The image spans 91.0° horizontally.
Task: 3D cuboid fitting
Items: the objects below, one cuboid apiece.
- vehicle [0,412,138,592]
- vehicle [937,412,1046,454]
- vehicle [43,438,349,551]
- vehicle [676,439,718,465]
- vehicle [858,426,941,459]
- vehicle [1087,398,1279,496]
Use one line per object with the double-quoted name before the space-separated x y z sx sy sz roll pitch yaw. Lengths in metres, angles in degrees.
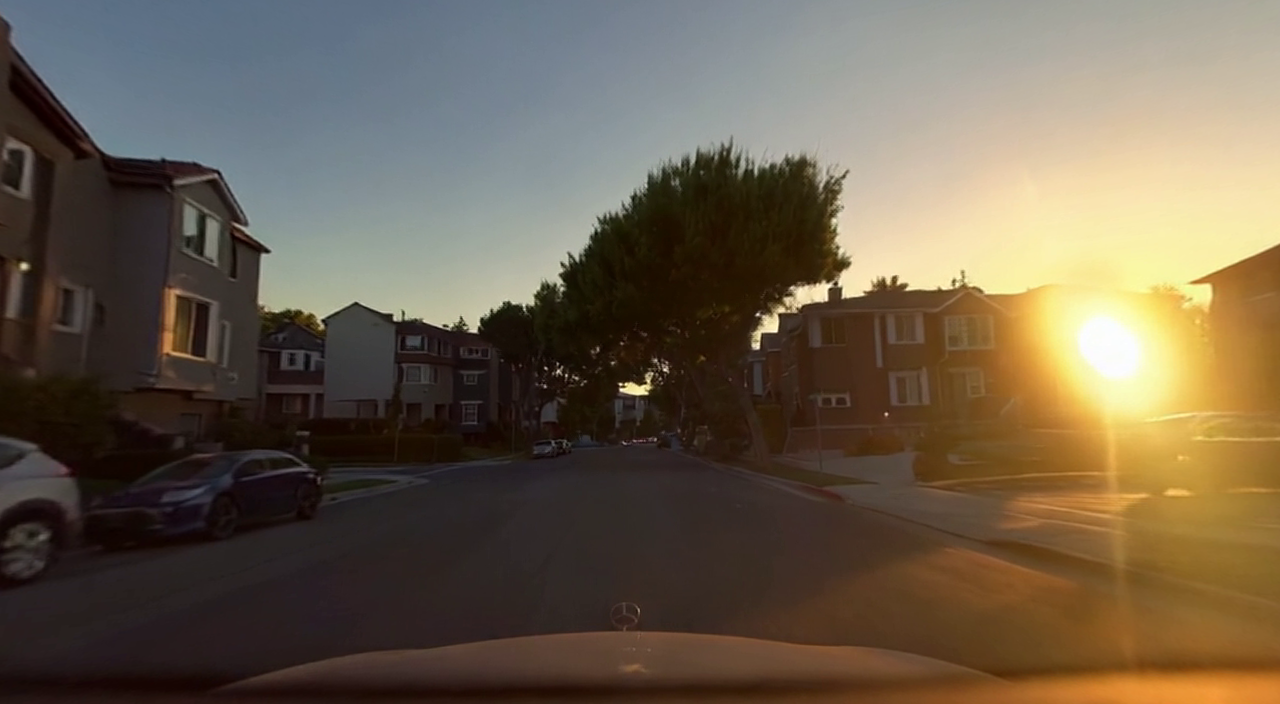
"vehicle" -7.414 1.436 5.722 2.136 1.758 4.297 -2 -9 0
"vehicle" 18.066 4.284 32.810 2.315 1.991 5.686 0 -8 -1
"vehicle" -7.223 2.325 11.080 1.912 1.466 4.754 -2 -9 1
"vehicle" 3.384 6.013 38.010 1.956 1.468 4.698 0 -8 -2
"vehicle" 13.158 4.655 32.327 2.068 1.522 4.810 0 -8 -2
"vehicle" 11.900 1.843 12.237 4.726 1.731 2.075 0 -8 3
